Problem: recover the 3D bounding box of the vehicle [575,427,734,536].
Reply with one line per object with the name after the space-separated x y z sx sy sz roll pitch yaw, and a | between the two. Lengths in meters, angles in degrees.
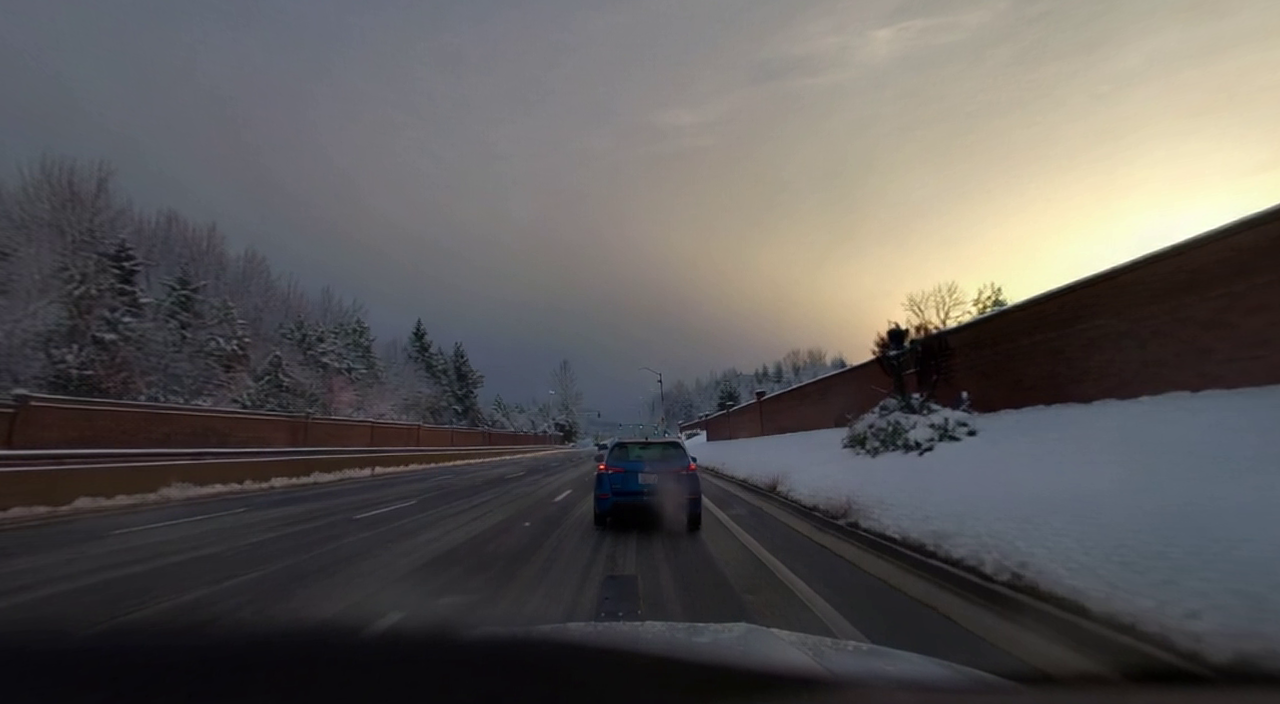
0.176 2.126 11.005 2.205 1.509 4.272 0 -8 -1 | vehicle
